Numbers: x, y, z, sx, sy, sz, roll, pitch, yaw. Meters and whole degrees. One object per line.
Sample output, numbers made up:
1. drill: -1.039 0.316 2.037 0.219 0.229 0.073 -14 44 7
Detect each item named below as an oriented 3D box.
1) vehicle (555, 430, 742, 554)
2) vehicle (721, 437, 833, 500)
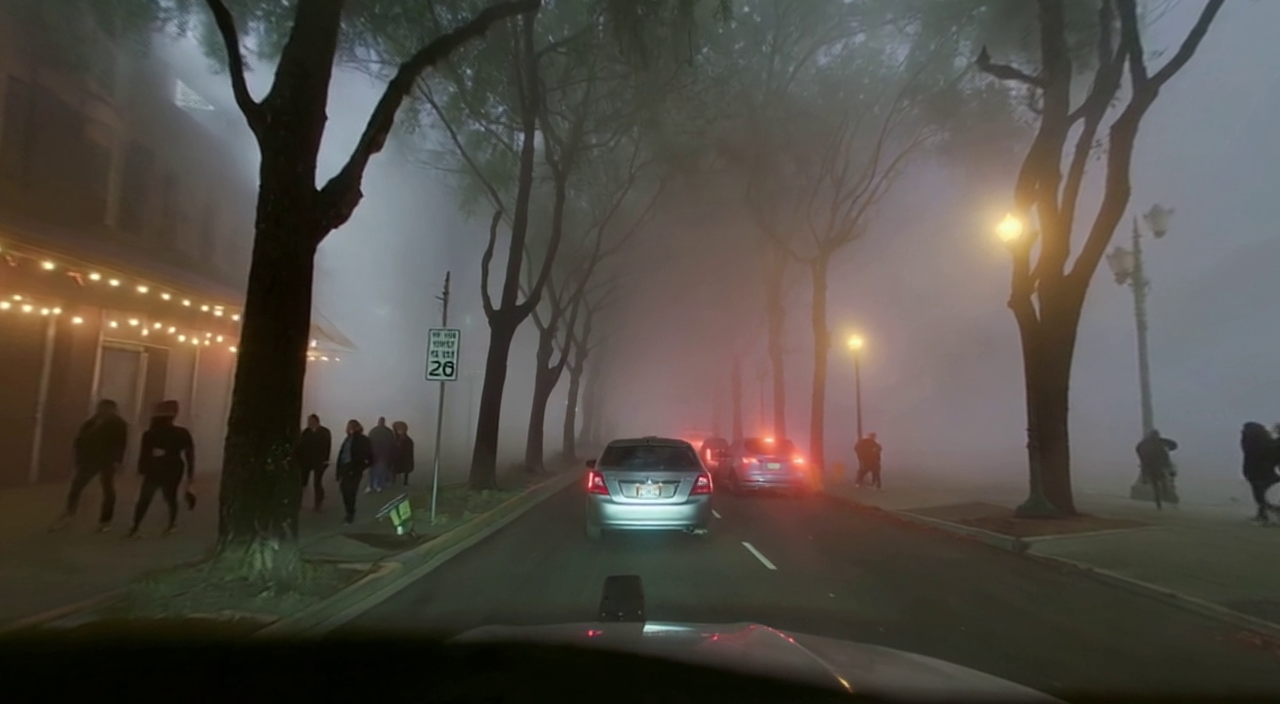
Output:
1. vehicle: 0.064 2.003 9.771 2.261 1.474 4.130 0 -8 -1
2. vehicle: 3.615 3.164 17.601 2.025 1.523 4.426 0 -9 -1
